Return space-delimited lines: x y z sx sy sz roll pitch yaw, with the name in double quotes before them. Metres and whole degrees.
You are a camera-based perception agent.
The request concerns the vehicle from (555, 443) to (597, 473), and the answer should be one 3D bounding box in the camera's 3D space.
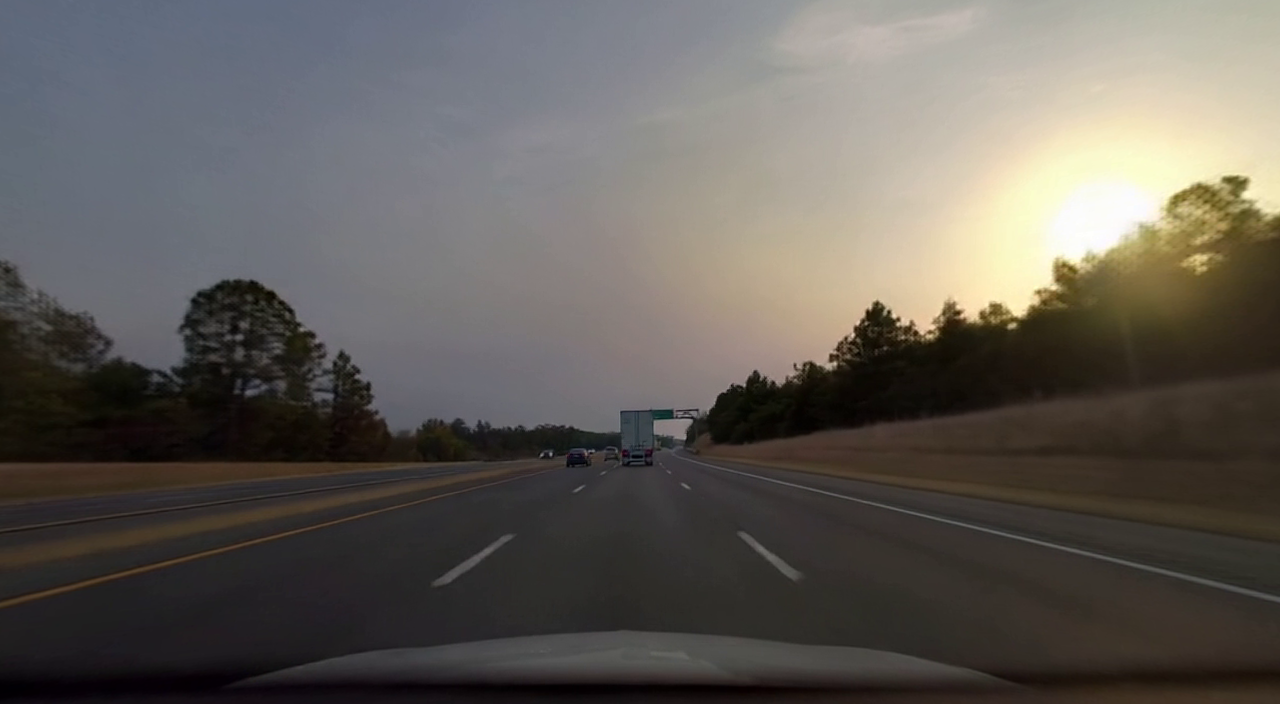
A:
"vehicle" -3.762 6.329 37.572 2.112 1.645 4.129 0 -9 -1
